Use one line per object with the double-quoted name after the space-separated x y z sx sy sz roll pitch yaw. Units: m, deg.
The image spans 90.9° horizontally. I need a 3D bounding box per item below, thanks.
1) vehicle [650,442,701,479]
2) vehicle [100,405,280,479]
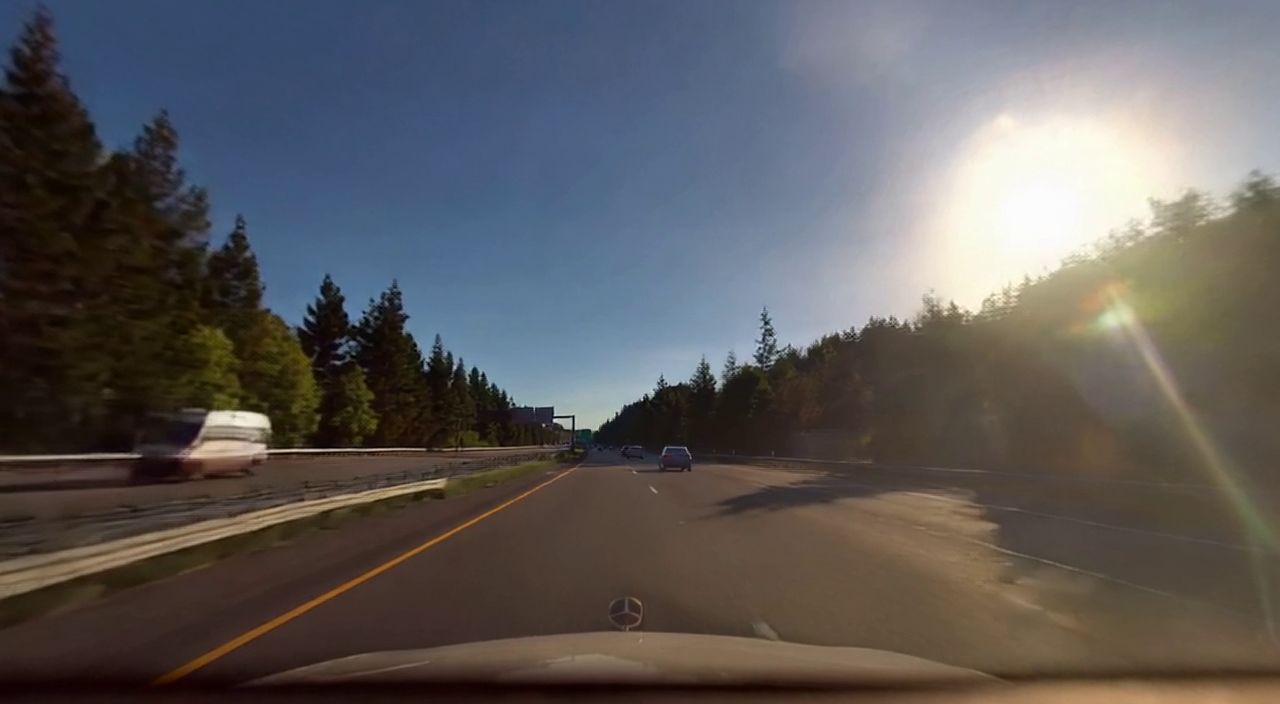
1.573 5.008 29.405 2.011 1.590 3.607 1 -8 -3 "vehicle"
-15.134 3.116 21.746 2.293 2.215 5.346 1 -8 -2 "vehicle"
